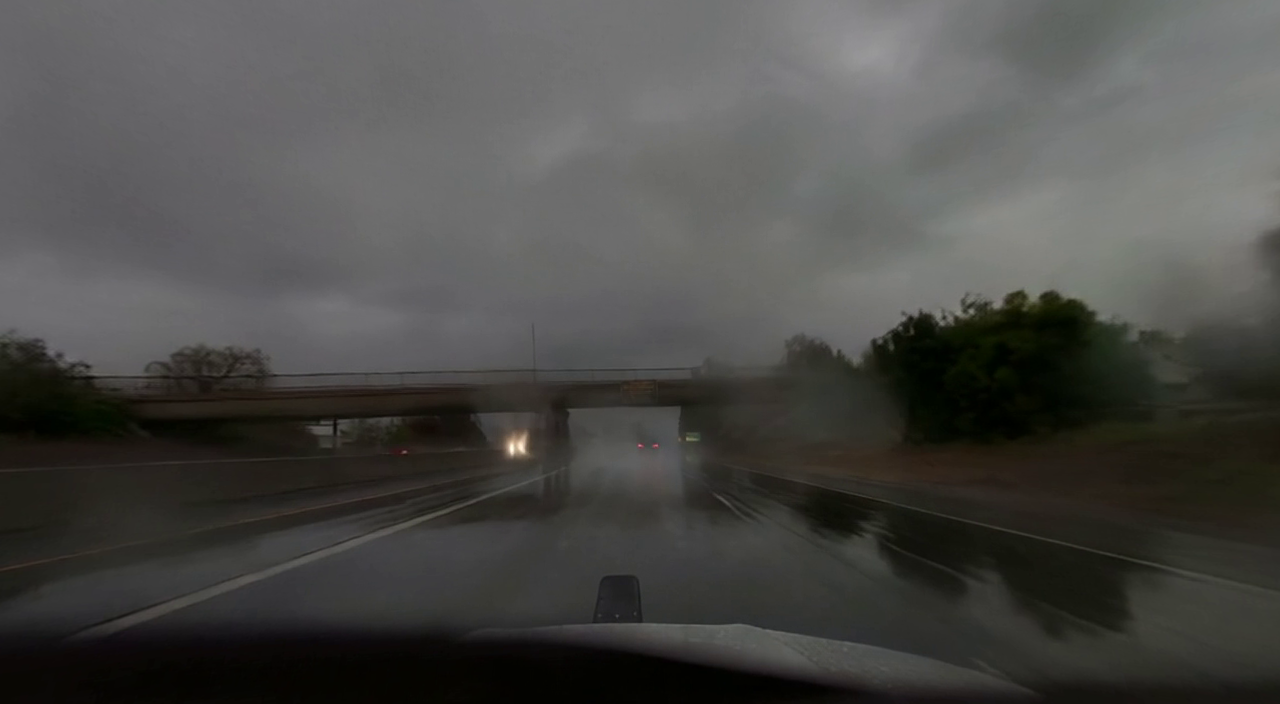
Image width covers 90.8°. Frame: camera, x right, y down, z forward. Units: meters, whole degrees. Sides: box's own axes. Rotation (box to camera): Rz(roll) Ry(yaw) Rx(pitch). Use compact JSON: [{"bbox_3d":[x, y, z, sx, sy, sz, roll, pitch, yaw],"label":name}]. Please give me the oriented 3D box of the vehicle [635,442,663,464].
[{"bbox_3d":[0.622,7.315,45.846,1.970,1.477,4.158,0,-9,0],"label":"vehicle"}]
